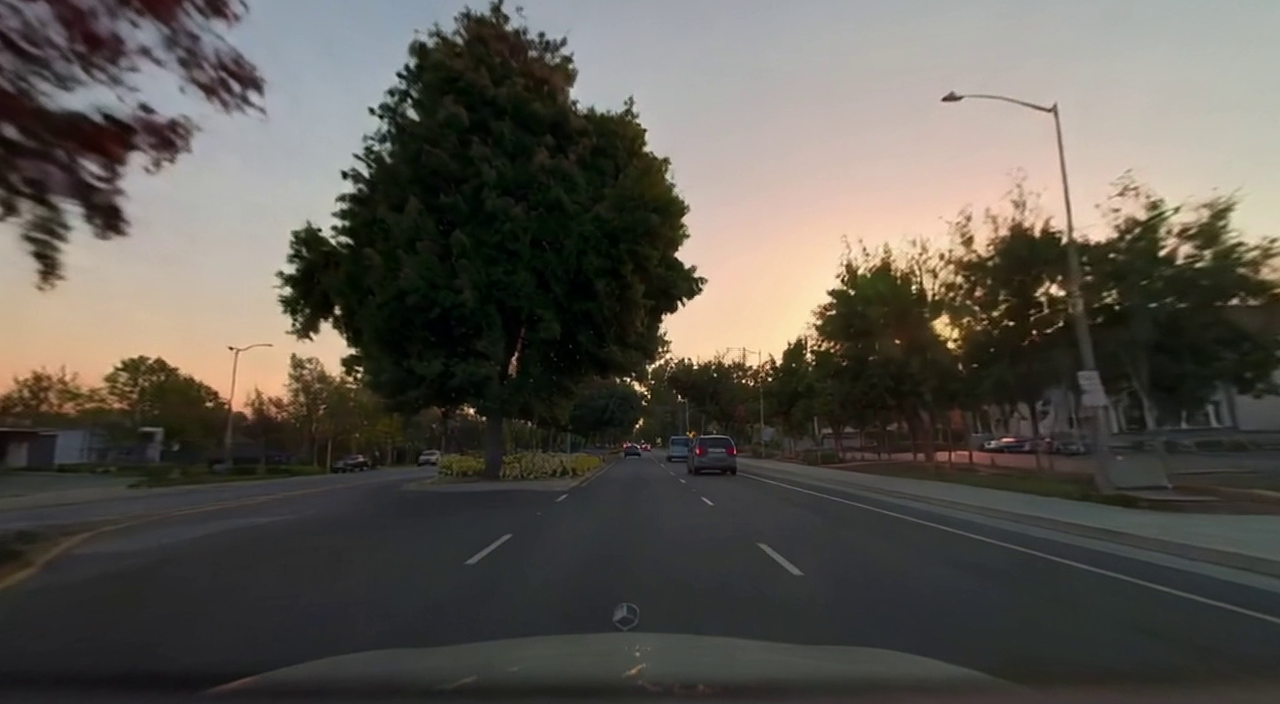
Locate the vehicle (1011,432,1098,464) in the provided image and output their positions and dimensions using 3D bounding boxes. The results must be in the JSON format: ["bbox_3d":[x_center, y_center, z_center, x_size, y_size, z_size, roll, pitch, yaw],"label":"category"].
[{"bbox_3d":[27.788,6.429,42.398,4.609,1.919,1.985,0,-8,-9],"label":"vehicle"}]

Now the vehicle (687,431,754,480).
[{"bbox_3d":[3.135,4.166,25.604,2.060,1.816,4.343,0,-8,-1],"label":"vehicle"}]
